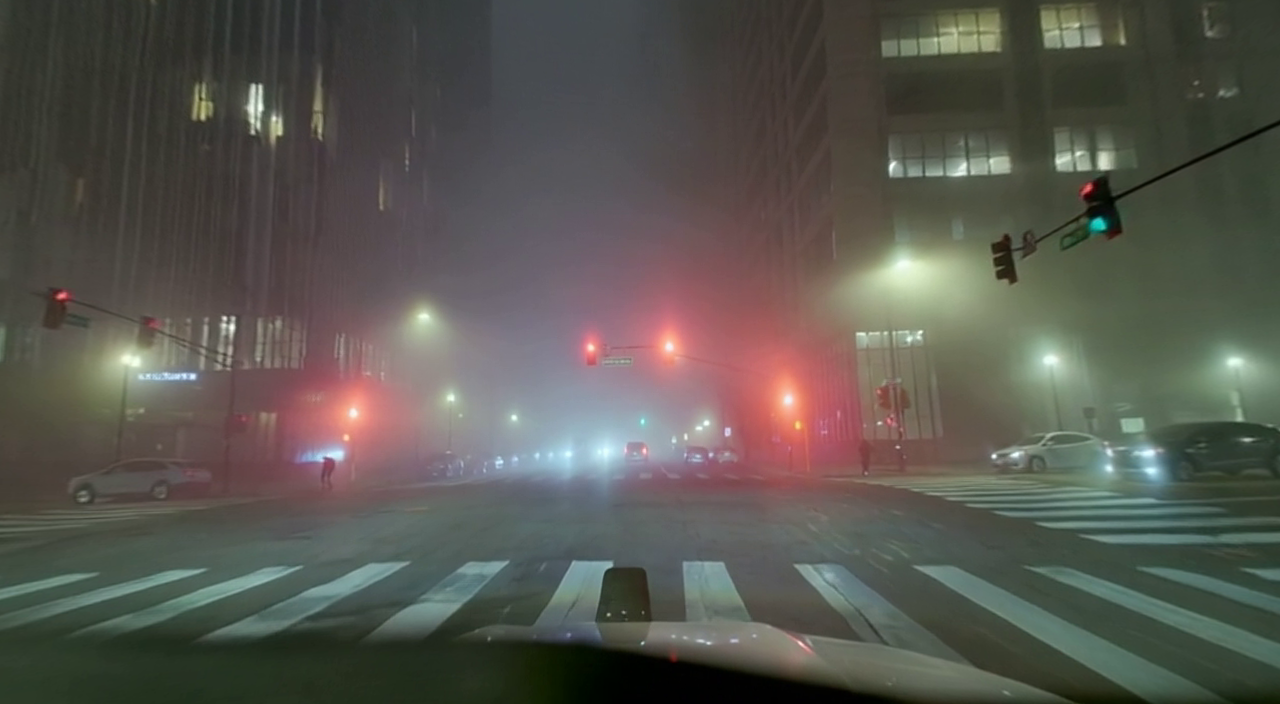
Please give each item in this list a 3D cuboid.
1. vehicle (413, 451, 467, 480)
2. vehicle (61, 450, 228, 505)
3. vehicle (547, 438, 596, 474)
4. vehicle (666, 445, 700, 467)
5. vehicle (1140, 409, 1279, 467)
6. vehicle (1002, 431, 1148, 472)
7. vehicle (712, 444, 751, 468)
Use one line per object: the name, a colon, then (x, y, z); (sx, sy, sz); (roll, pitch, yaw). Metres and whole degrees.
vehicle: (-12.676, 7.199, 40.178); (2.118, 1.644, 4.188); (0, -8, -1)
vehicle: (-21.561, 5.449, 27.642); (5.283, 1.959, 2.453); (-3, -8, -1)
vehicle: (-3.840, 5.918, 35.857); (2.176, 1.804, 4.740); (-3, -9, 0)
vehicle: (2.750, 6.773, 41.197); (1.919, 1.371, 3.583); (0, -8, -1)
vehicle: (20.123, 2.884, 21.093); (4.827, 1.817, 2.190); (0, -8, 0)
vehicle: (17.080, 3.919, 24.894); (4.293, 1.495, 1.935); (0, -8, -1)
vehicle: (6.045, 6.951, 42.302); (1.882, 1.479, 4.652); (0, -8, 0)
